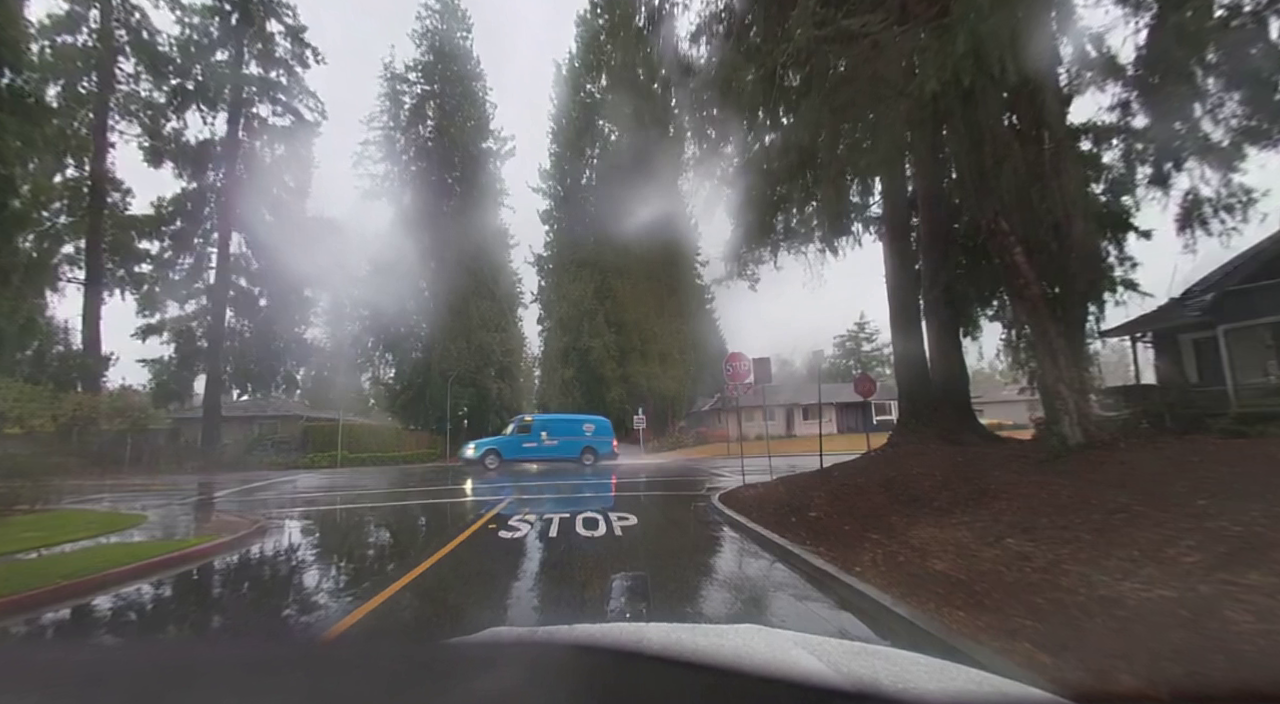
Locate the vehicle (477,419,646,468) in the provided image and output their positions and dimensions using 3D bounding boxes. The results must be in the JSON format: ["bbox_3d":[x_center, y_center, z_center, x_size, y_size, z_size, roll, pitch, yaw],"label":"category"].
[{"bbox_3d":[-3.380,3.917,27.102,6.877,1.941,2.405,1,-8,-11],"label":"vehicle"}]
